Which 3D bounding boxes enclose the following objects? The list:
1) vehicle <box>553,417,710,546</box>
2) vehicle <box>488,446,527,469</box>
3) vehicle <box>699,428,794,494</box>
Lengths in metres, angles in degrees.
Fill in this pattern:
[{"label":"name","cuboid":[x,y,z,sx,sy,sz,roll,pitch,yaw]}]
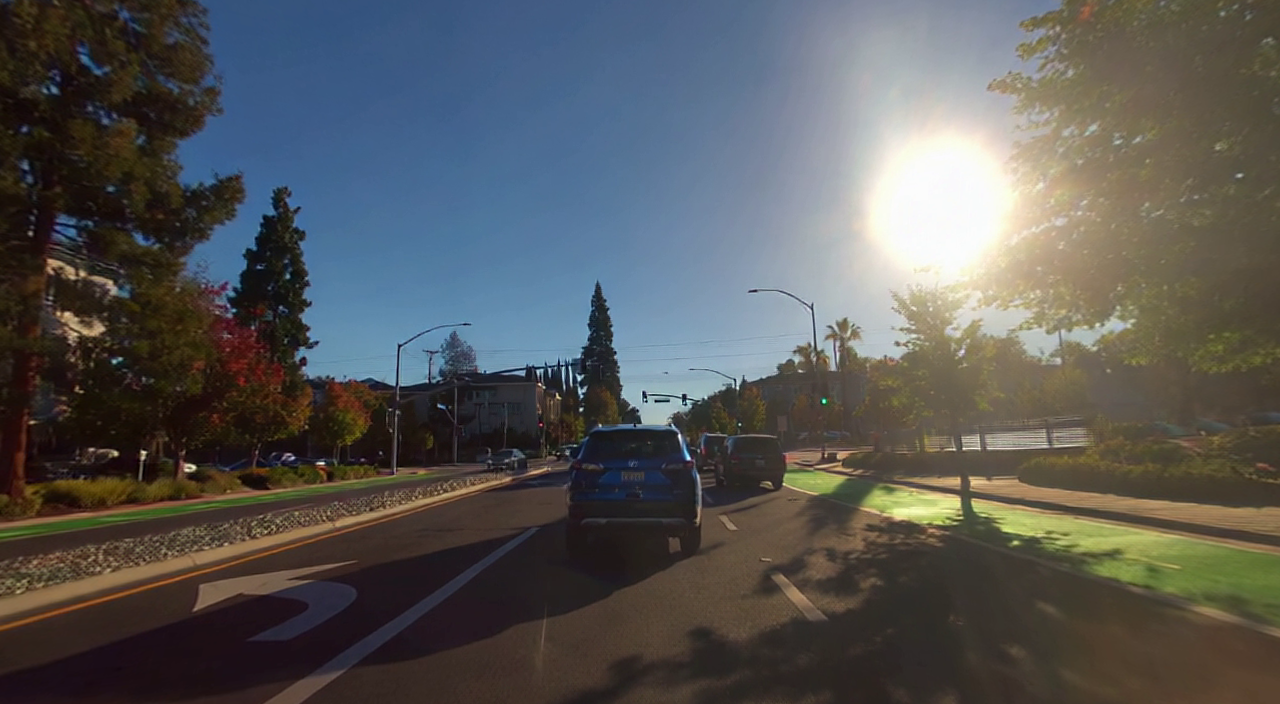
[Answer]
[{"label":"vehicle","cuboid":[-0.099,2.060,10.587,2.109,1.730,3.963,0,-8,1]},{"label":"vehicle","cuboid":[-9.971,7.975,47.852,1.886,1.666,4.575,0,-8,1]},{"label":"vehicle","cuboid":[3.201,3.400,19.993,2.189,1.815,4.495,0,-8,0]}]
